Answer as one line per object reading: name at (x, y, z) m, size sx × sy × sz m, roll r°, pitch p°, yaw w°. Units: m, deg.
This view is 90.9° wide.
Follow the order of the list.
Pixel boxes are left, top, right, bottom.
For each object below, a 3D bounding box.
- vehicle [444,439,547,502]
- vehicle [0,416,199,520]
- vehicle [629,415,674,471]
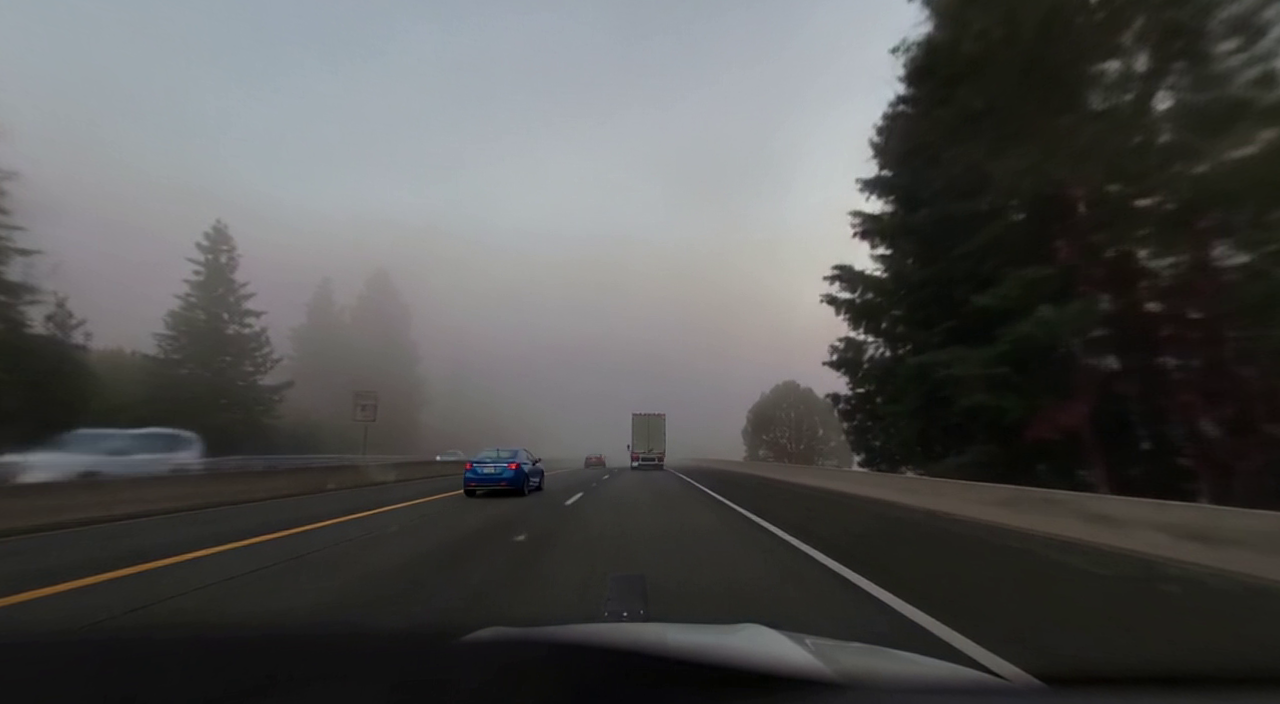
vehicle at (-4.030, 3.372, 18.287) m, size 1.977 × 1.602 × 3.944 m, roll 0°, pitch -9°, yaw 1°
vehicle at (-12.645, 2.486, 13.891) m, size 2.094 × 1.864 × 5.154 m, roll 0°, pitch -9°, yaw 0°
vehicle at (0.712, 6.606, 45.427) m, size 2.893 × 3.628 × 9.081 m, roll 0°, pitch -9°, yaw 0°
